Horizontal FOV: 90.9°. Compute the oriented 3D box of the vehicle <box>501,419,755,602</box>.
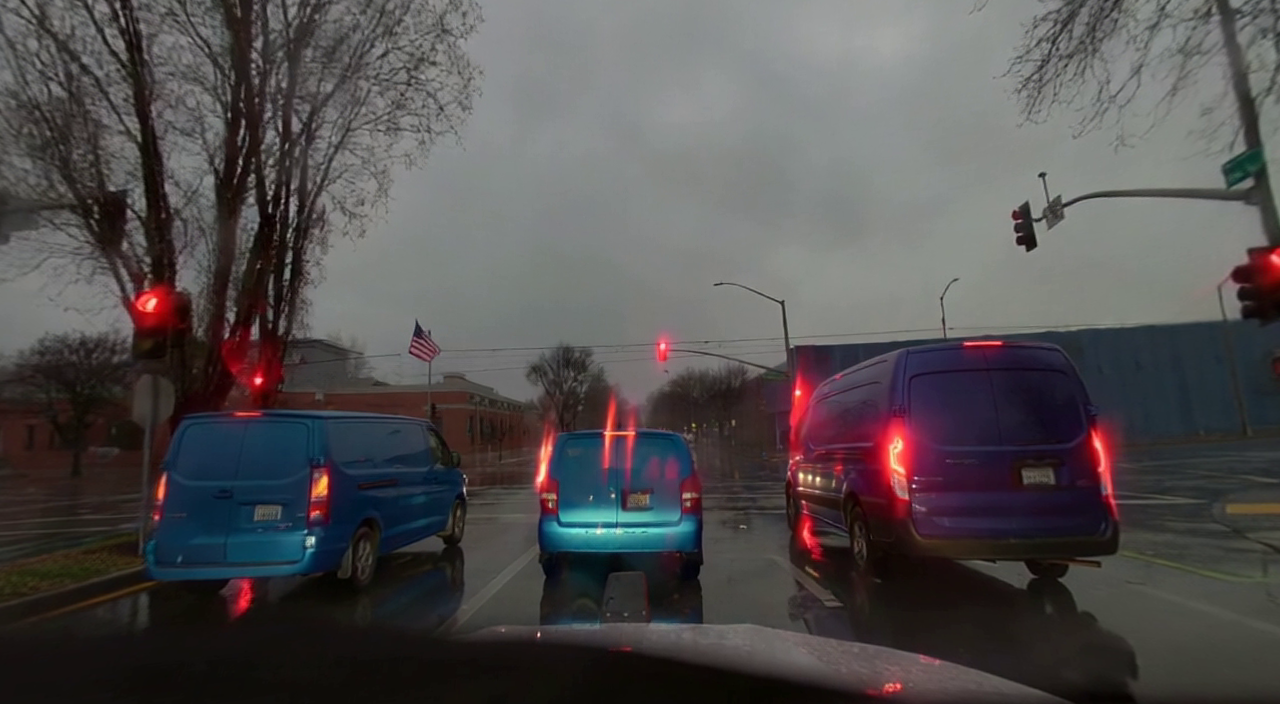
[{"bbox_3d":[-0.139,1.622,7.351,2.098,1.494,4.118,0,-9,-1],"label":"vehicle"}]

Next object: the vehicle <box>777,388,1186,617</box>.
[{"bbox_3d":[3.100,1.483,7.117,2.178,1.746,4.400,0,-9,1],"label":"vehicle"}]

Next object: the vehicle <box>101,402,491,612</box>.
[{"bbox_3d":[-3.294,1.559,7.195,2.024,1.677,3.998,-1,-9,3],"label":"vehicle"}]
